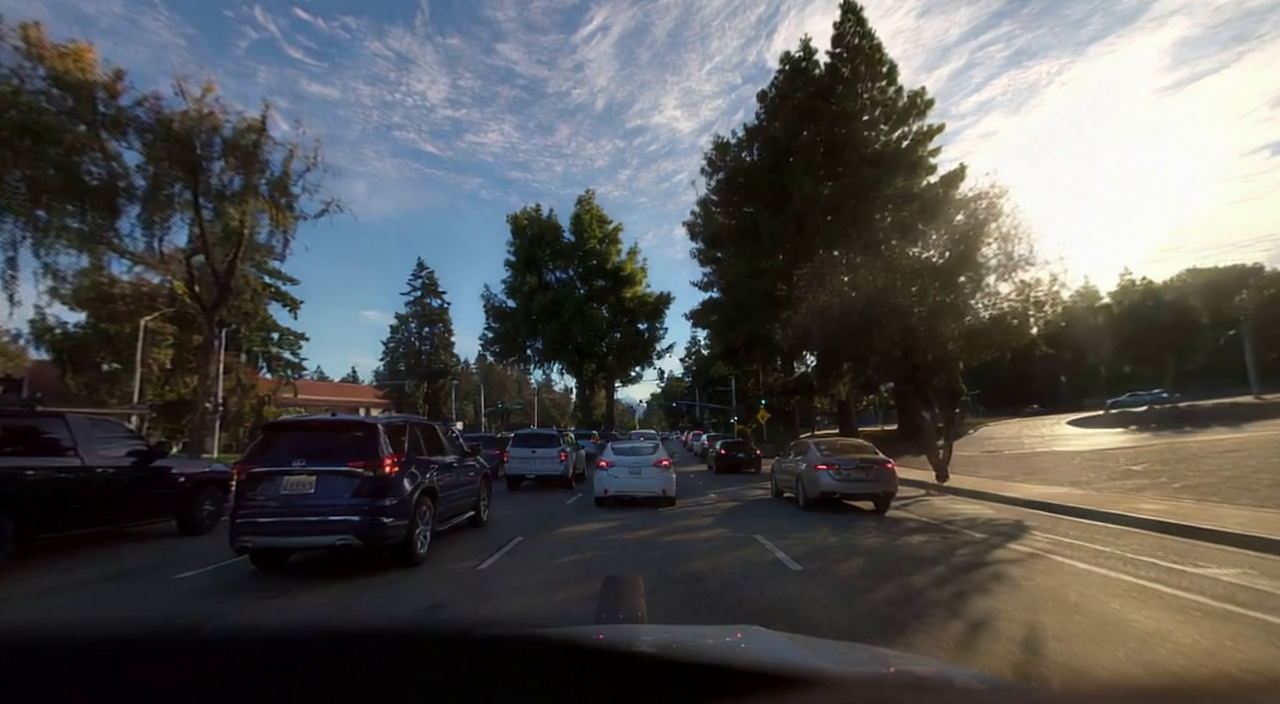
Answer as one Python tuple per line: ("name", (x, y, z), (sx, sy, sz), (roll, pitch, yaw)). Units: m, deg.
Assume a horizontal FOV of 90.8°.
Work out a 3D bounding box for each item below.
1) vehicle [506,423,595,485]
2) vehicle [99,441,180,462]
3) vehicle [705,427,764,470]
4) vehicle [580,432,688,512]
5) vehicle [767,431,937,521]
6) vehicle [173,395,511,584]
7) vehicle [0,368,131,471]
("vehicle", (-2.884, 3.428, 21.441), (2.218, 1.829, 4.492), (-1, -8, 2))
("vehicle", (-37.224, 7.418, 47.067), (4.384, 1.462, 1.854), (-1, -8, -1))
("vehicle", (4.320, 4.500, 29.605), (2.099, 1.845, 4.363), (0, -8, 0))
("vehicle", (-0.099, 2.566, 14.067), (2.030, 1.477, 4.330), (0, -8, 0))
("vehicle", (3.903, 2.347, 12.496), (1.884, 1.463, 4.195), (0, -8, 0))
("vehicle", (-3.319, 1.665, 8.594), (2.111, 1.745, 5.274), (0, -8, -1))
("vehicle", (-27.938, 2.634, 24.894), (3.181, 4.189, 14.107), (-1, -8, 5))
